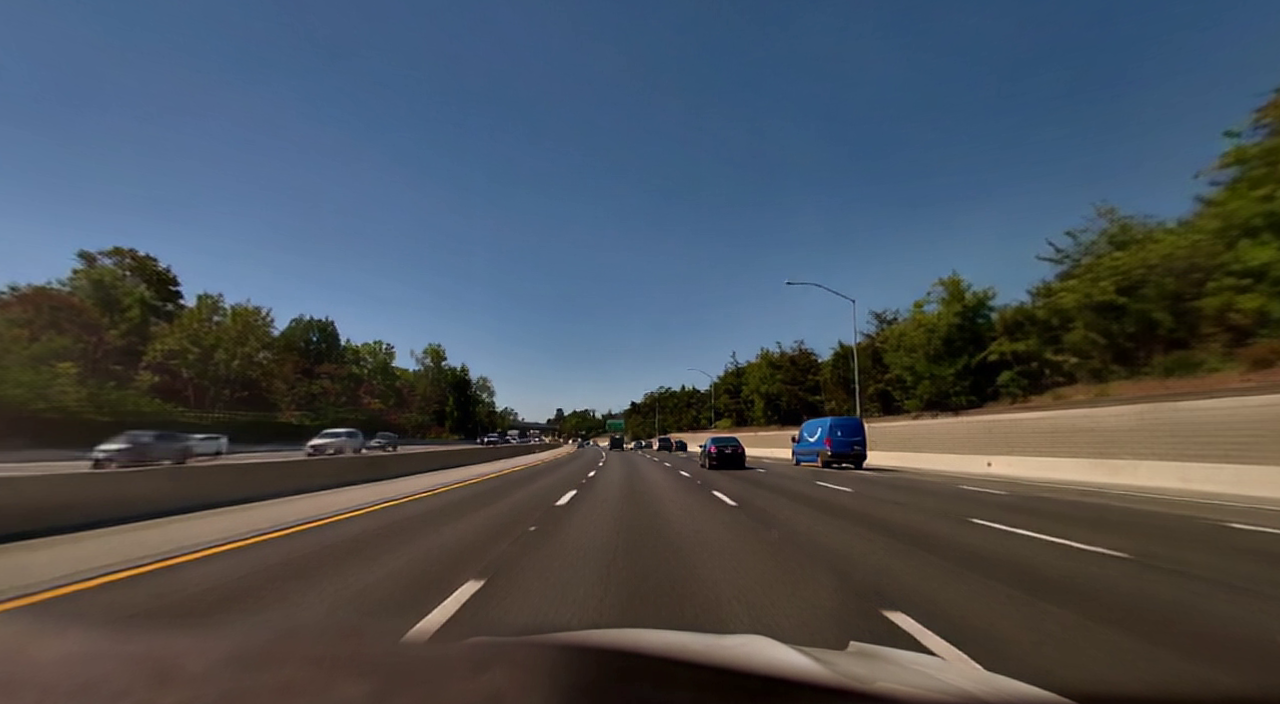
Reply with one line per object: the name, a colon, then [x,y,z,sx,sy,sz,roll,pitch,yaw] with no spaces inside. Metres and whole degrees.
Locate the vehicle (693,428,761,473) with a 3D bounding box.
vehicle: [3.628,4.221,27.145,2.141,1.732,4.279,0,-8,-2]

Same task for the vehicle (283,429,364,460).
vehicle: [-18.404,5.453,36.992,2.199,1.660,5.133,0,-8,-2]

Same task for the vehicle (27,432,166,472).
vehicle: [-21.789,4.022,25.550,1.895,1.469,4.267,0,-8,-1]

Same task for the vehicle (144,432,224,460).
vehicle: [-29.897,6.193,41.574,1.951,1.732,4.581,0,-8,-2]

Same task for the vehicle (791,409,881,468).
vehicle: [10.239,4.665,33.766,2.274,2.802,6.802,0,-8,-3]
